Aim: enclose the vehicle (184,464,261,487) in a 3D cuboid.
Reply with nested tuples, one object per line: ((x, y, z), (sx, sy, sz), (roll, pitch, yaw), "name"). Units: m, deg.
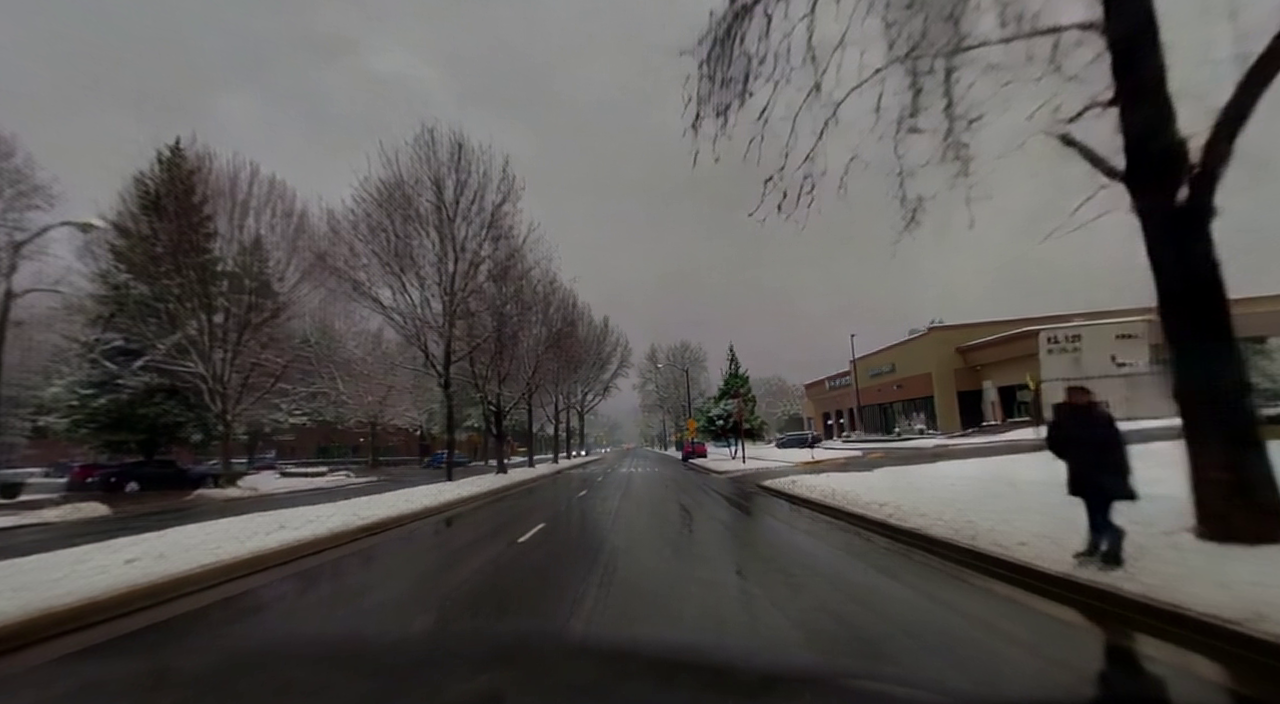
((-27.950, 8.274, 42.070), (3.844, 1.448, 1.746), (0, -9, 1), "vehicle")

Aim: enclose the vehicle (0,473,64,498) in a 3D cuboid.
((-40.781, 8.725, 41.110), (4.138, 1.508, 1.822), (0, -9, -2), "vehicle")

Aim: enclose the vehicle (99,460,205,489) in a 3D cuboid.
((-28.386, 7.132, 36.612), (4.552, 1.576, 2.005), (0, -9, 2), "vehicle")
